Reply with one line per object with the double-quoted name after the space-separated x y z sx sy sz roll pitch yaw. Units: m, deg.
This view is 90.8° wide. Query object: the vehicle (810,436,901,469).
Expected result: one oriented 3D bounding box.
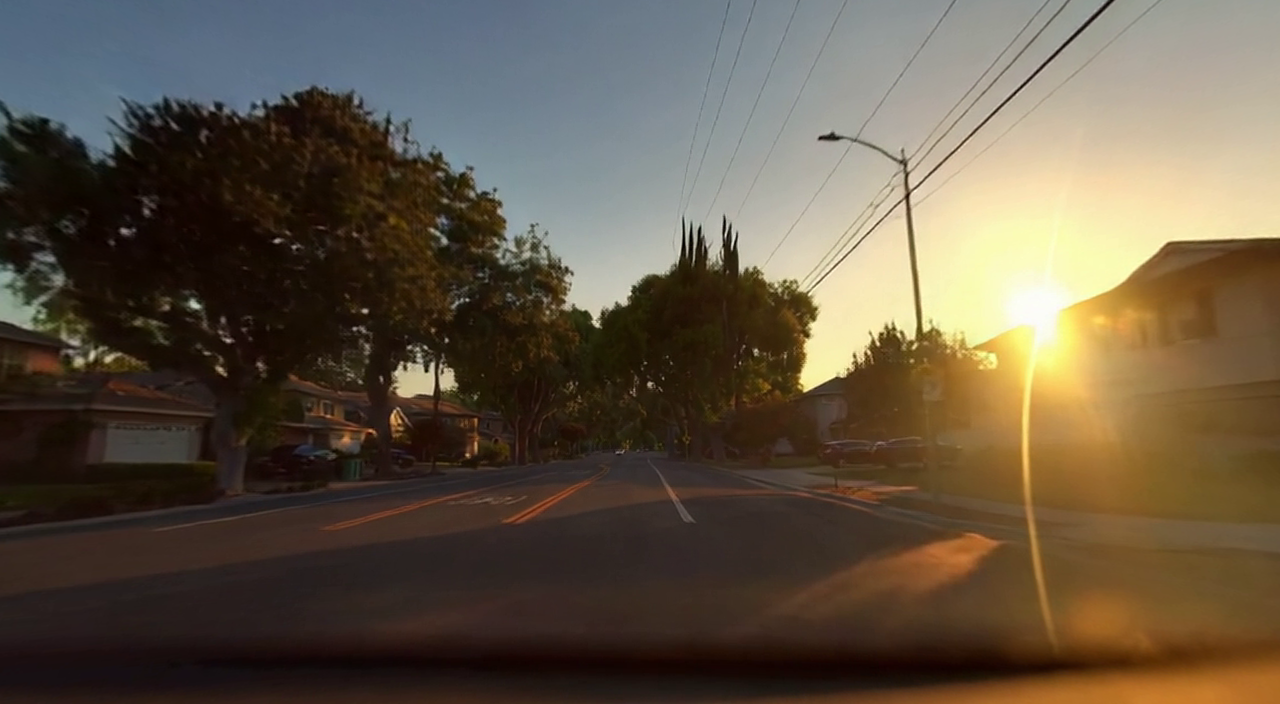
13.136 6.161 38.783 4.912 1.895 2.047 -1 -8 7 "vehicle"
